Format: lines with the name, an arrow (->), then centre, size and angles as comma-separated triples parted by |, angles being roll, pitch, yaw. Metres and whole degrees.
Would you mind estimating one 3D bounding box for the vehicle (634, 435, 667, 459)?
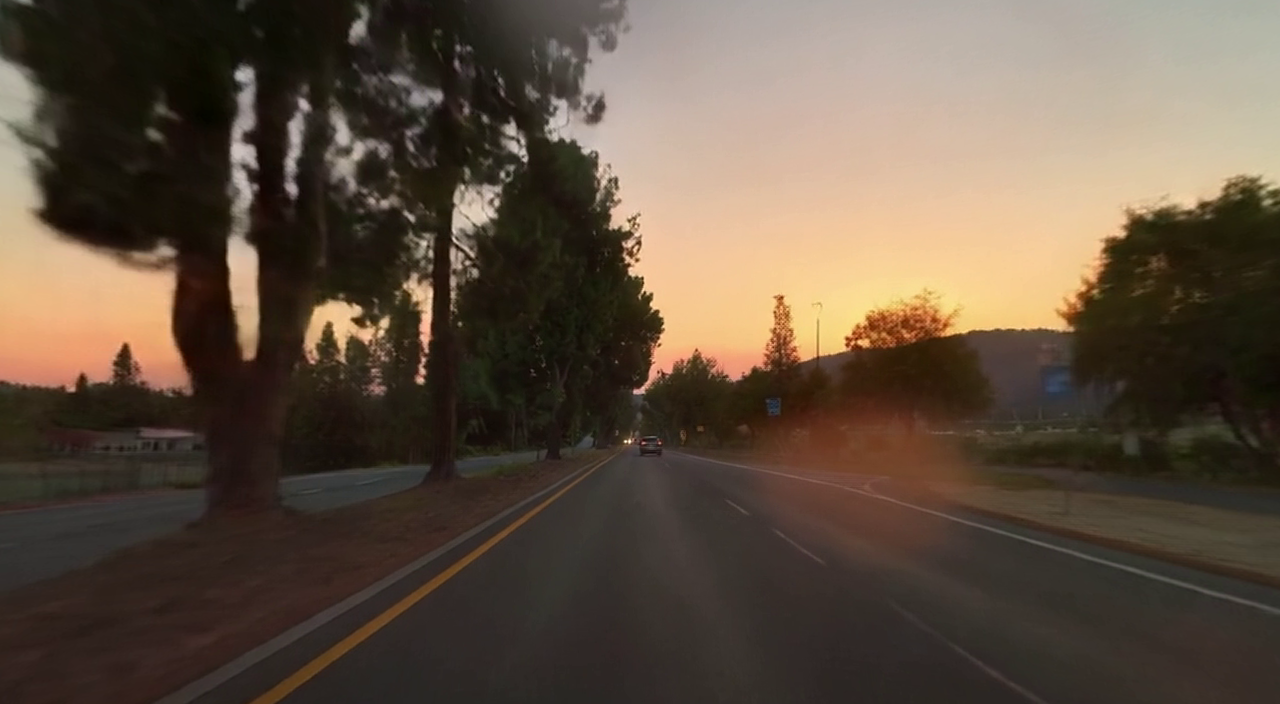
vehicle -> 0.744, 7.283, 48.282 | 2.183, 1.744, 4.424 | 0, -9, -4
